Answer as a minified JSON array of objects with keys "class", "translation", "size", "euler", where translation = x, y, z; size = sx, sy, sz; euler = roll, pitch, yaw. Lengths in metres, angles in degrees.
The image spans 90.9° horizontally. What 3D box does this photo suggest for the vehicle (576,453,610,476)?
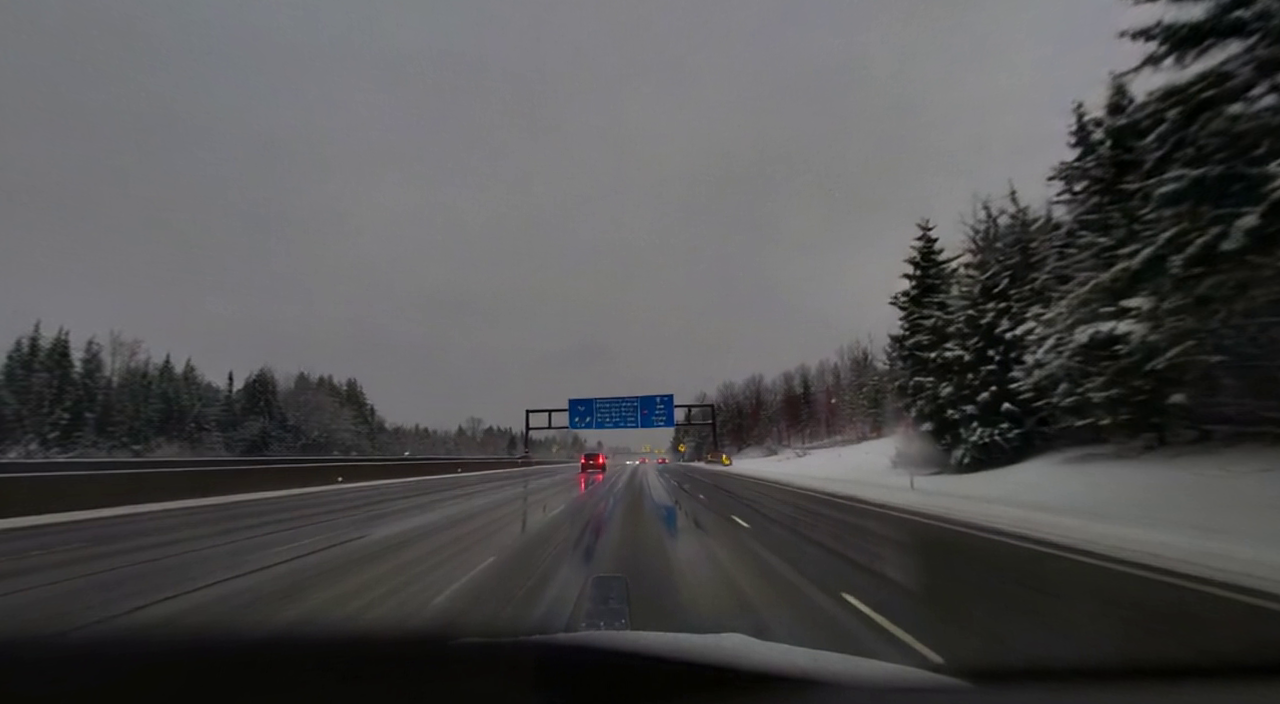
[{"class":"vehicle","translation":[-3.284,7.892,44.557],"size":[2.041,1.512,3.996],"euler":[0,-9,1]}]
